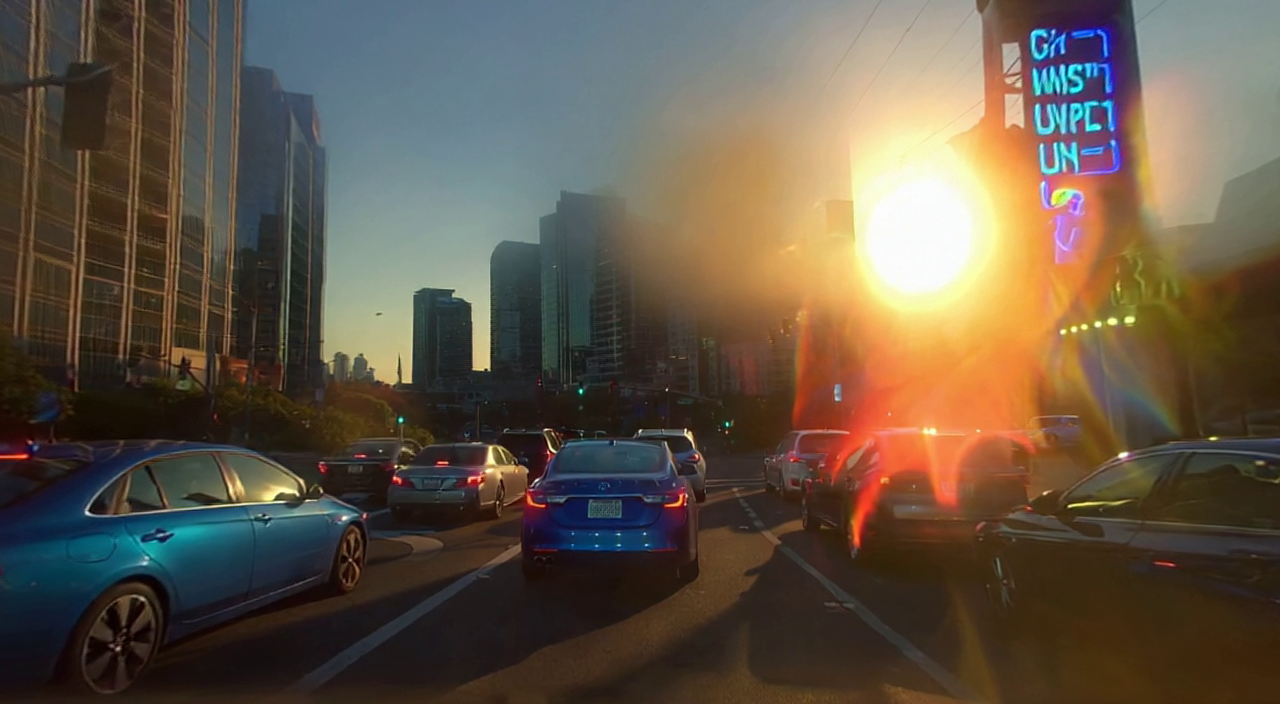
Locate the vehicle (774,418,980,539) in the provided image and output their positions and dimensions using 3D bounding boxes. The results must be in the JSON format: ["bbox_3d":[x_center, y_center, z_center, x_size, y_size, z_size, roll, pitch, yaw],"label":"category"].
[{"bbox_3d":[3.781,2.095,11.017,2.007,1.683,4.171,0,-8,1],"label":"vehicle"}]

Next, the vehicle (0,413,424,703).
[{"bbox_3d":[-3.400,1.299,4.723,1.980,1.454,4.226,0,-8,1],"label":"vehicle"}]

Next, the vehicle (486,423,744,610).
[{"bbox_3d":[-0.184,1.614,7.108,2.059,1.477,3.988,0,-8,1],"label":"vehicle"}]

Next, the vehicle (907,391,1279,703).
[{"bbox_3d":[3.421,1.069,3.515,1.981,1.499,4.536,-1,-8,2],"label":"vehicle"}]
